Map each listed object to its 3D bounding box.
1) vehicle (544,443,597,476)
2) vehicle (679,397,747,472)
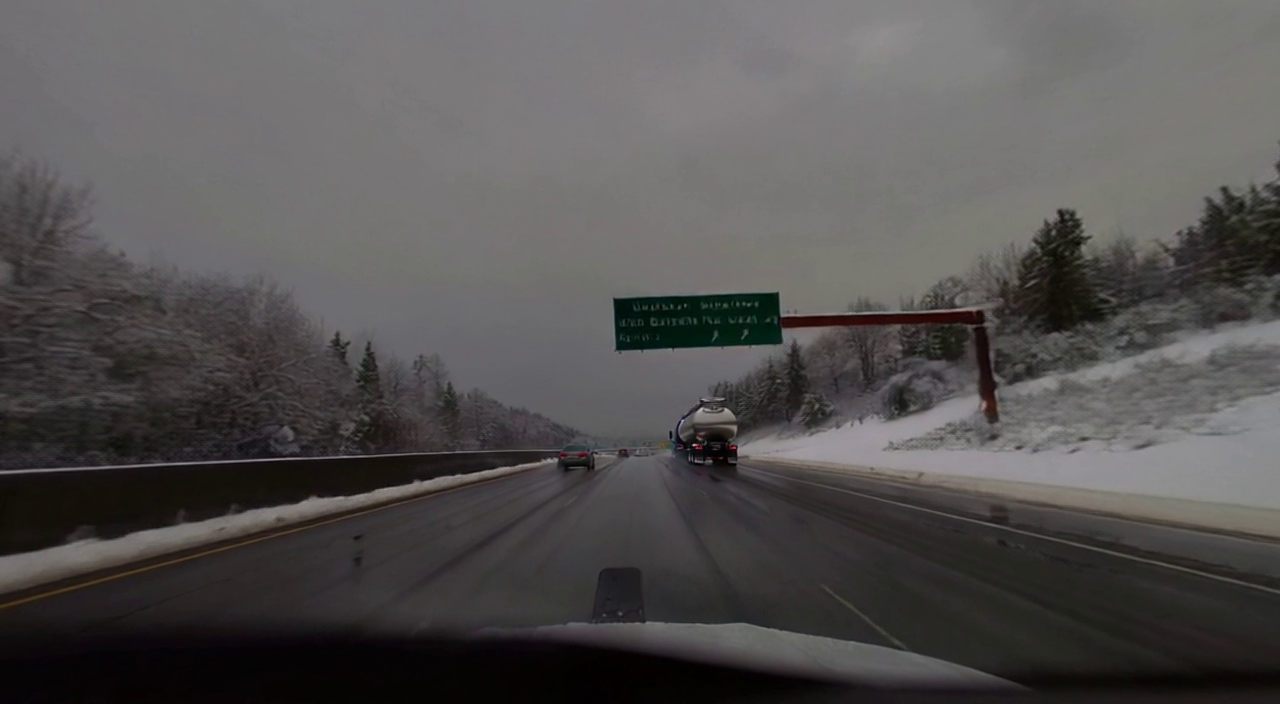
[{"bbox_3d":[-3.280,5.172,30.538,1.986,1.458,4.506,0,-9,1],"label":"vehicle"},{"bbox_3d":[3.949,4.849,36.518,2.759,3.734,9.708,0,-9,0],"label":"vehicle"}]
